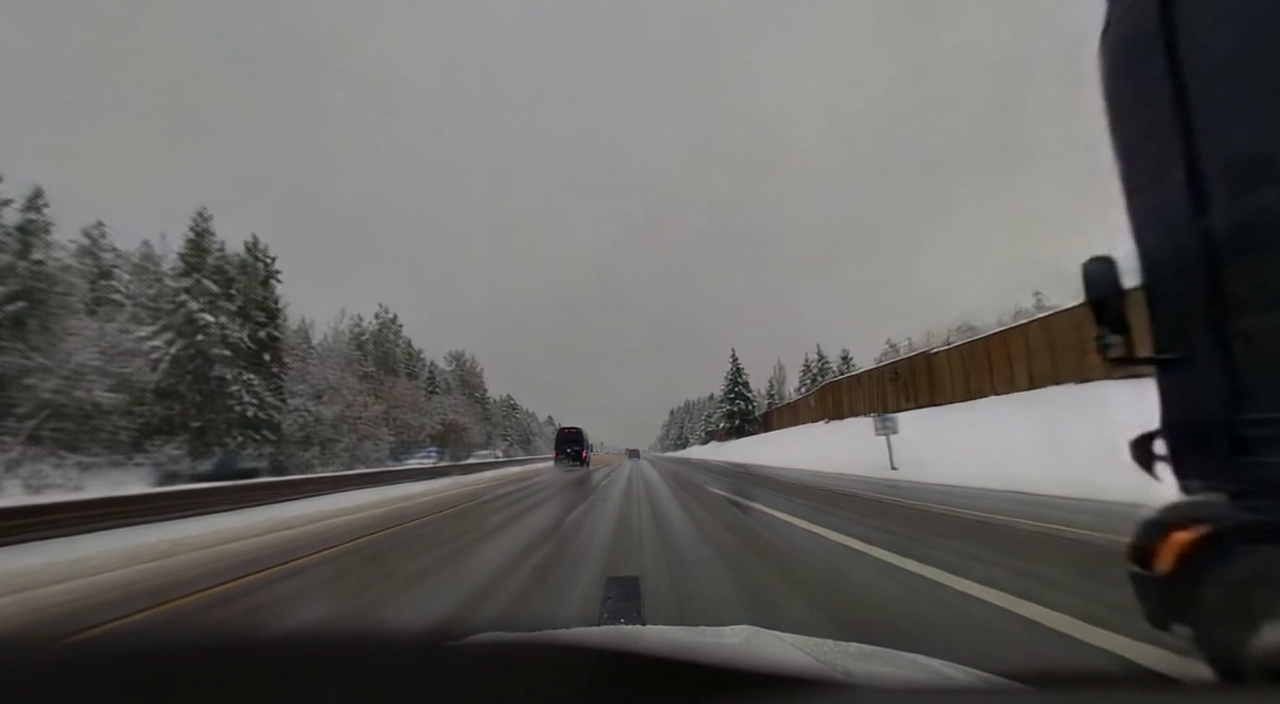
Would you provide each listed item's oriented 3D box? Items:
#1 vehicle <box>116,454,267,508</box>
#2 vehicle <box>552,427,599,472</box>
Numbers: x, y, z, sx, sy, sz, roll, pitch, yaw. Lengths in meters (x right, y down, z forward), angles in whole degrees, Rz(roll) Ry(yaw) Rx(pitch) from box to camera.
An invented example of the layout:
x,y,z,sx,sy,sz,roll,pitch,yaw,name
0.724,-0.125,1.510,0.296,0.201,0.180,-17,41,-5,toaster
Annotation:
x,y,z,sx,sy,sz,roll,pitch,yaw,name
-13.383,3.822,19.100,1.849,1.408,3.676,0,-9,0,vehicle
-3.850,5.985,38.753,2.305,2.517,5.486,0,-9,0,vehicle
